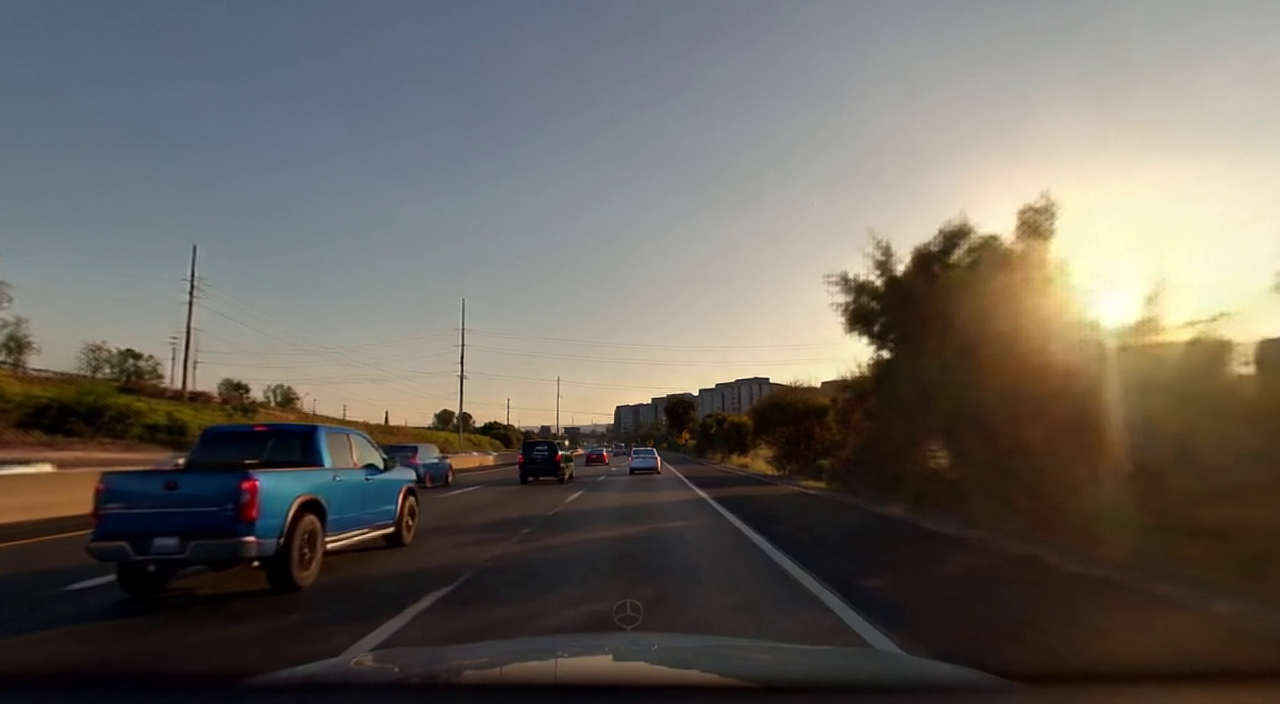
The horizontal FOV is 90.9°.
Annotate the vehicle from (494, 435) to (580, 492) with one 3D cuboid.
[{"bbox_3d":[-3.473,3.867,22.264,2.133,1.789,4.518,-1,-8,2],"label":"vehicle"}]

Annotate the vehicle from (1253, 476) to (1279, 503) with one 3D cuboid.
[{"bbox_3d":[39.774,8.550,39.230,4.203,1.418,1.942,8,-12,-42],"label":"vehicle"}]

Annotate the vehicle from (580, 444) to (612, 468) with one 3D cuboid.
[{"bbox_3d":[-3.280,7.894,48.029,1.993,1.717,4.321,-1,-8,2],"label":"vehicle"}]

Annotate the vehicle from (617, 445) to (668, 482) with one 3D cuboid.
[{"bbox_3d":[0.106,4.809,27.580,2.047,1.473,3.978,0,-8,0],"label":"vehicle"}]

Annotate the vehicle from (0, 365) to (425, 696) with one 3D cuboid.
[{"bbox_3d":[-4.190,1.391,6.277,2.198,1.848,5.346,0,-8,0],"label":"vehicle"}]
